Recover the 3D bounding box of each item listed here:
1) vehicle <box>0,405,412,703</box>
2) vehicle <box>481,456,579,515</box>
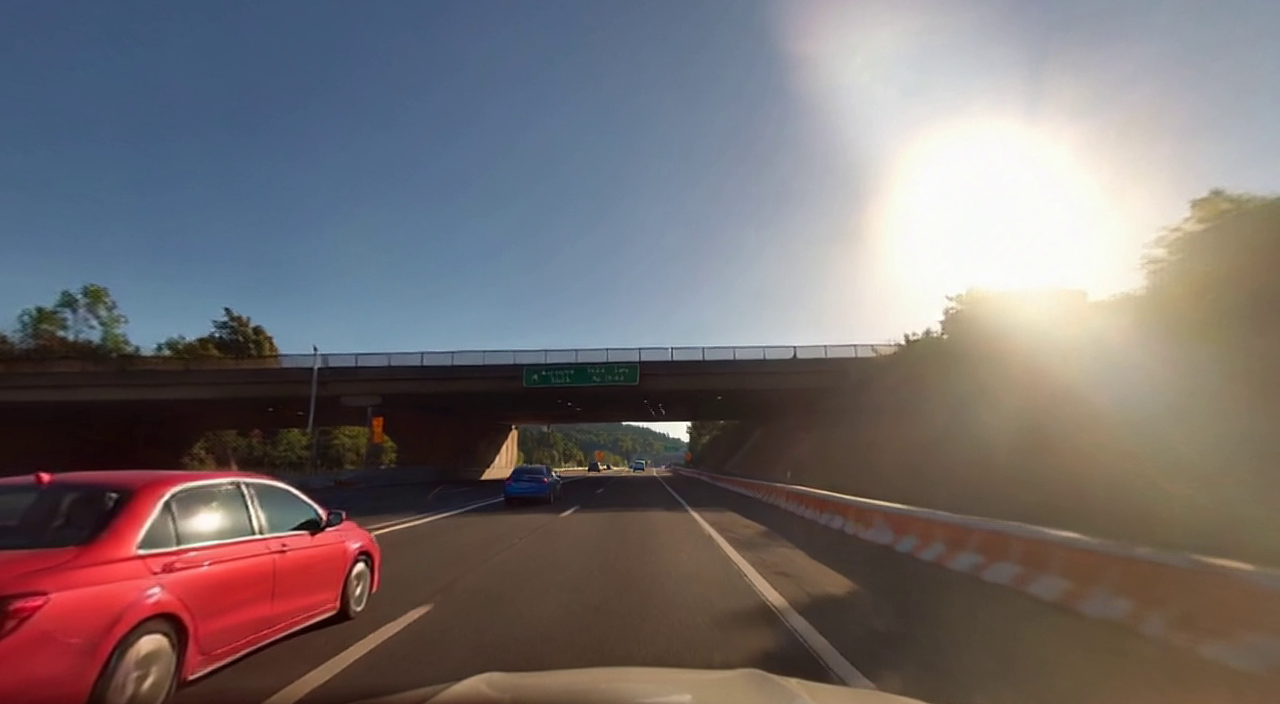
[{"bbox_3d":[-3.396,1.211,3.793,2.023,1.507,5.082,1,-10,1],"label":"vehicle"},{"bbox_3d":[-3.016,3.782,18.112,1.992,1.466,3.690,0,-10,2],"label":"vehicle"}]
